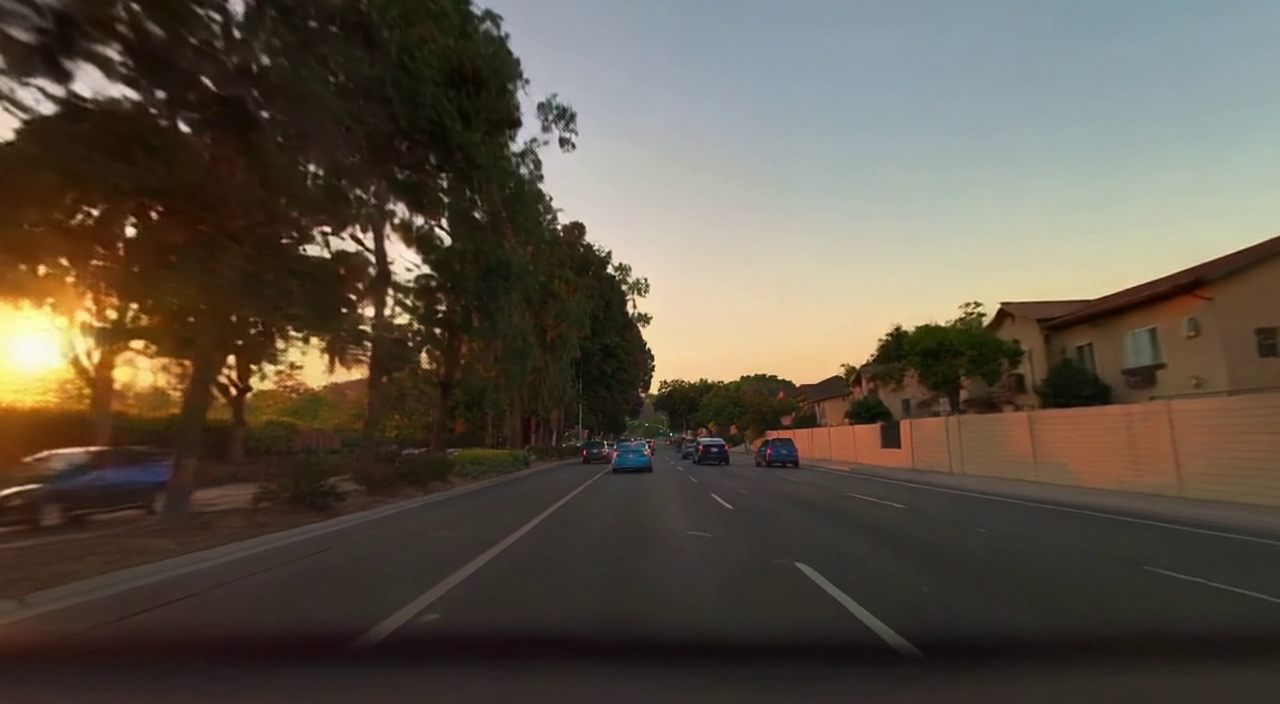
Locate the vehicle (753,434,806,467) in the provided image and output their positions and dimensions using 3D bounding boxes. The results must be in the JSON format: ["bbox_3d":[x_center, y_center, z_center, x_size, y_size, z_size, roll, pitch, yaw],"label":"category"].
[{"bbox_3d":[7.681,5.457,35.100,1.972,1.700,4.269,0,-8,0],"label":"vehicle"}]

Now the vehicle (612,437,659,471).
[{"bbox_3d":[-0.162,4.837,30.147,2.102,1.481,3.907,0,-8,1],"label":"vehicle"}]

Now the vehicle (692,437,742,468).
[{"bbox_3d":[3.977,5.254,33.198,2.067,1.514,4.188,0,-8,0],"label":"vehicle"}]

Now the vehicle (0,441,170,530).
[{"bbox_3d":[-13.969,3.029,14.931,2.019,1.778,4.593,0,-8,1],"label":"vehicle"}]

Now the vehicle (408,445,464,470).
[{"bbox_3d":[-13.340,6.901,41.455,1.990,1.481,4.677,-1,-8,2],"label":"vehicle"}]
